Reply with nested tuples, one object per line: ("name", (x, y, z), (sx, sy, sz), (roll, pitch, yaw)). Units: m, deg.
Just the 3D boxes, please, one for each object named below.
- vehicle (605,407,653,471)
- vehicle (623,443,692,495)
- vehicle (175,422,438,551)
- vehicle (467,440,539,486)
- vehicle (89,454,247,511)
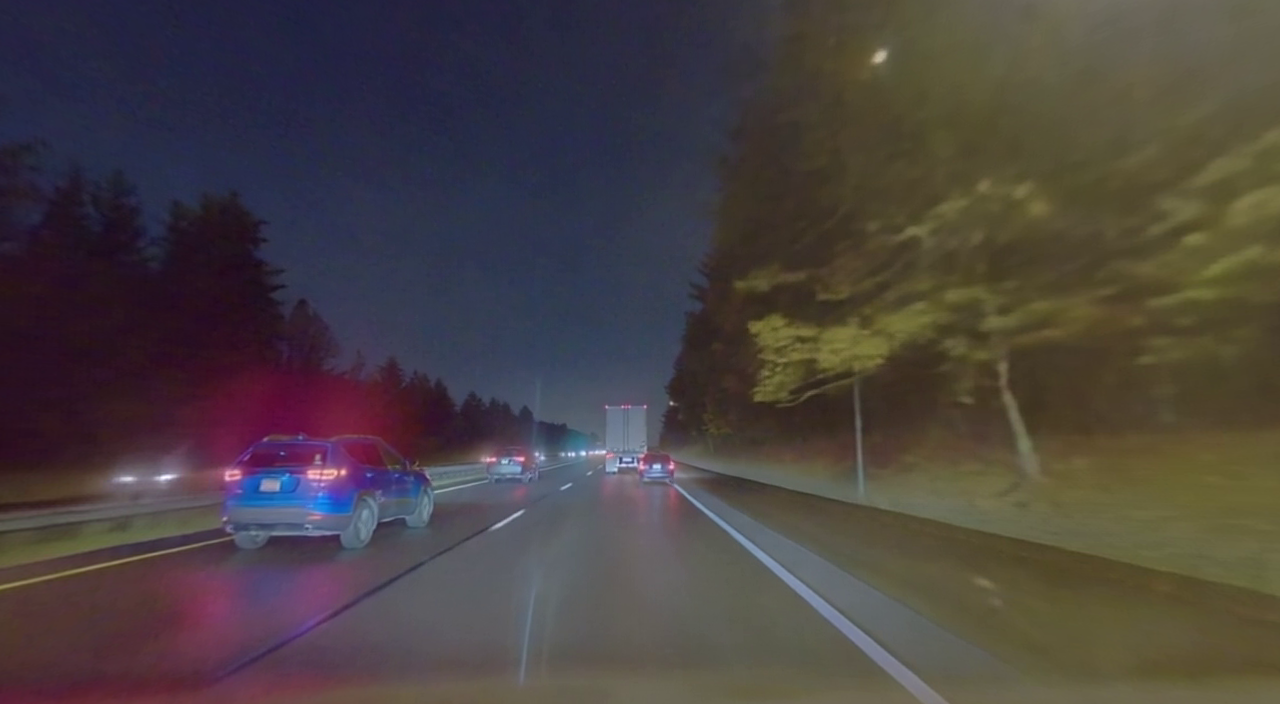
("vehicle", (-0.954, 6.495, 46.255), (3.113, 4.066, 10.786), (0, -9, -2))
("vehicle", (0.458, 3.750, 20.426), (2.026, 1.489, 4.045), (0, -9, -1))
("vehicle", (-5.055, 2.086, 10.342), (2.100, 1.671, 4.105), (0, -9, -1))
("vehicle", (-5.401, 4.421, 25.240), (2.035, 1.664, 4.064), (0, -9, -1))
("vehicle", (-13.902, 3.831, 18.780), (1.792, 1.467, 3.809), (0, -9, -2))
